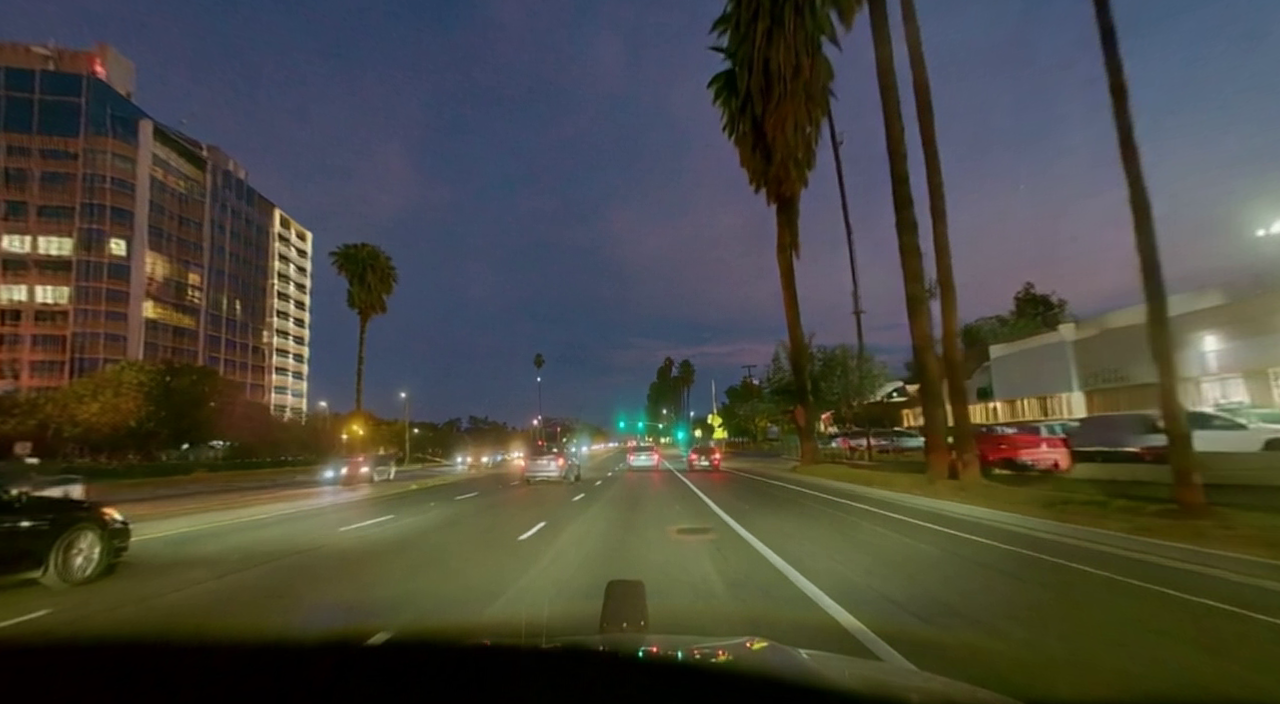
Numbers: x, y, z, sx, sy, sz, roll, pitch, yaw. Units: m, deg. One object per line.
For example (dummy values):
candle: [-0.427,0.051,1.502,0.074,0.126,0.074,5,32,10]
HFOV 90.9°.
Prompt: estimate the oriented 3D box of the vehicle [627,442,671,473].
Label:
vehicle: [0.464,5.518,33.262,2.147,1.507,3.953,0,-8,1]

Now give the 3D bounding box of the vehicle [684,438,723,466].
vehicle: [4.152,6.632,41.910,2.108,1.785,4.334,0,-8,-1]

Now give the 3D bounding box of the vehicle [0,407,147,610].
vehicle: [-6.540,1.243,4.677,2.030,1.730,4.506,-1,-8,1]

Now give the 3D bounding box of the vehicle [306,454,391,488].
vehicle: [-14.157,5.787,30.950,1.923,1.454,4.520,-1,-9,1]

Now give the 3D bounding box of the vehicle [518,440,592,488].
vehicle: [-2.901,3.914,22.406,1.908,1.505,4.369,-1,-8,2]

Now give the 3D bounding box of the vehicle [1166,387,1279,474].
vehicle: [12.690,1.542,12.353,4.749,1.457,1.806,3,-11,-28]

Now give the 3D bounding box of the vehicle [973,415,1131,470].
vehicle: [12.074,2.650,18.454,4.284,1.450,1.927,4,-10,-28]

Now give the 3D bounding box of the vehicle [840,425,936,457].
vehicle: [12.276,4.417,31.180,4.378,1.463,1.824,4,-9,-23]
